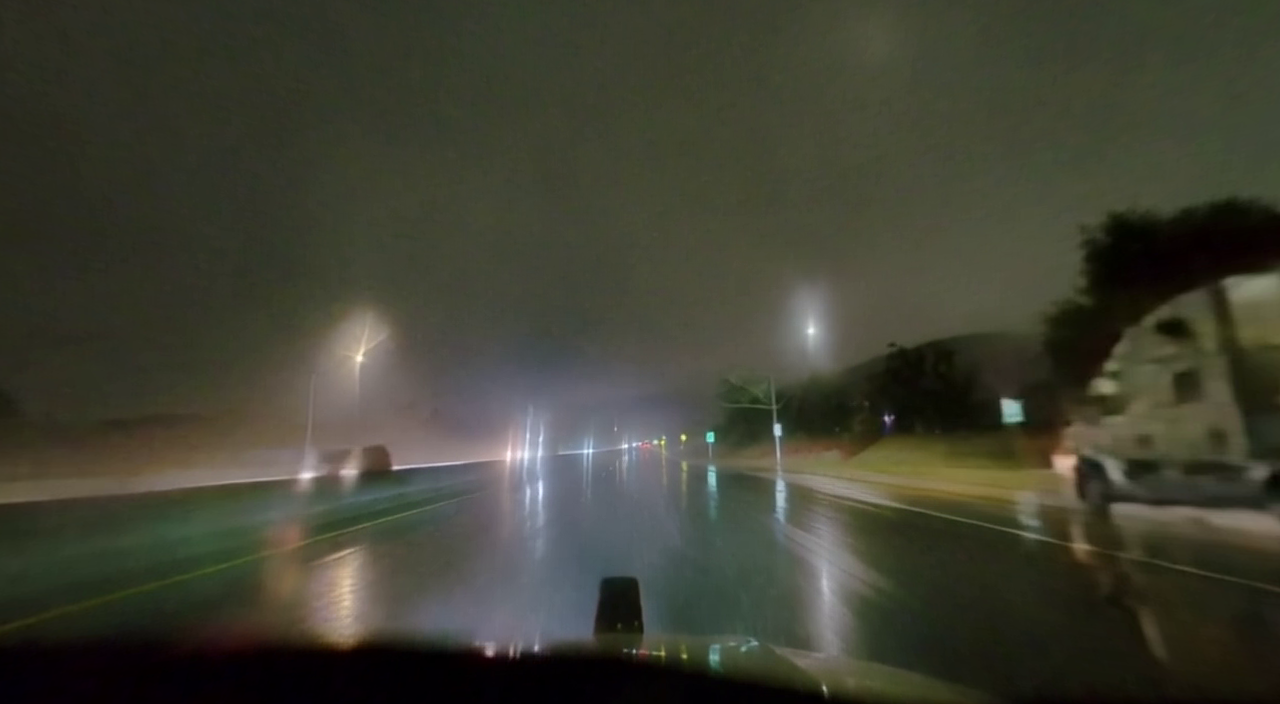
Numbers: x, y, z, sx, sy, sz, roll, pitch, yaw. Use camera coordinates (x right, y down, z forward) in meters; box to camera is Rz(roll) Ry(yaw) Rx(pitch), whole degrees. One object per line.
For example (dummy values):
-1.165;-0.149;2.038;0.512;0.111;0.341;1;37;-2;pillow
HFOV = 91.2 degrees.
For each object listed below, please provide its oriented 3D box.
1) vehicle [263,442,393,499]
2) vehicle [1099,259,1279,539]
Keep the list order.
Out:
-11.799;4.496;24.262;2.333;1.934;5.297;0;-9;0;vehicle
10.787;0.684;9.167;2.952;4.015;6.438;0;-9;-1;vehicle
